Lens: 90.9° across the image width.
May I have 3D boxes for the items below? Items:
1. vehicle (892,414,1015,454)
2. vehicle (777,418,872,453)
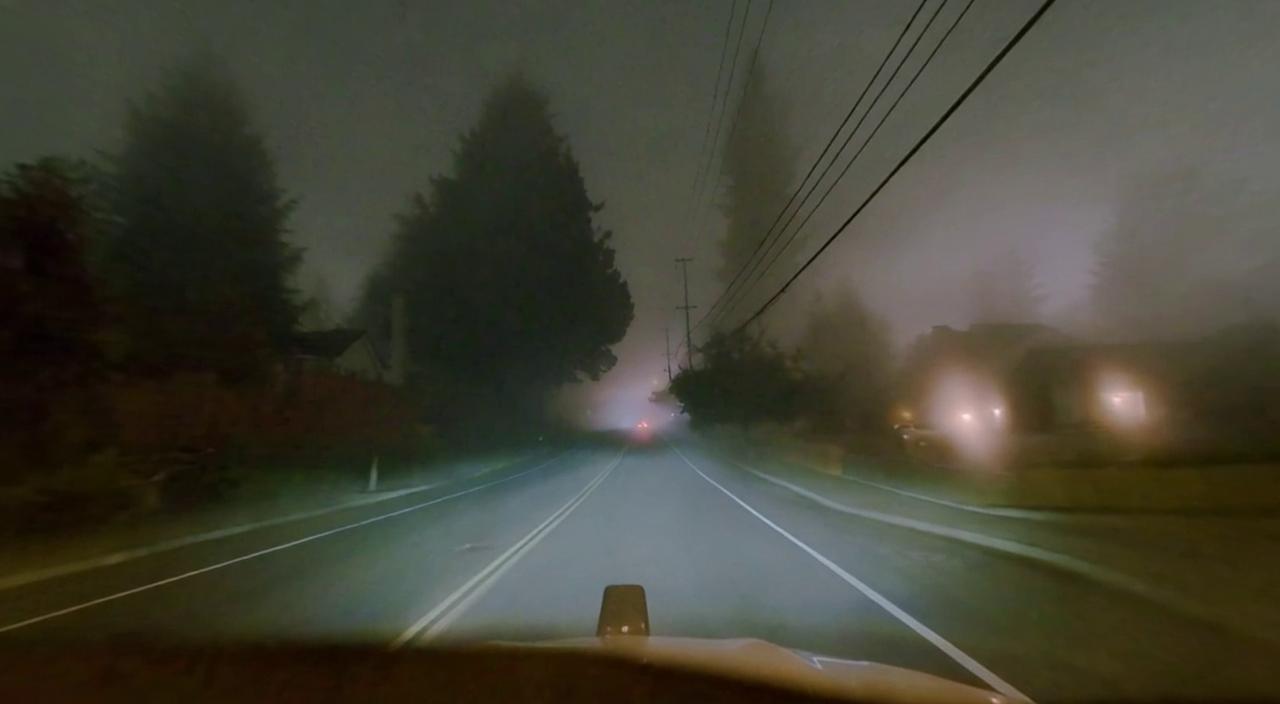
[{"bbox_3d":[15.065,4.025,30.562,5.046,1.548,2.174,-7,-11,24],"label":"vehicle"},{"bbox_3d":[10.641,4.845,36.357,4.707,1.794,2.303,-7,-9,29],"label":"vehicle"}]
